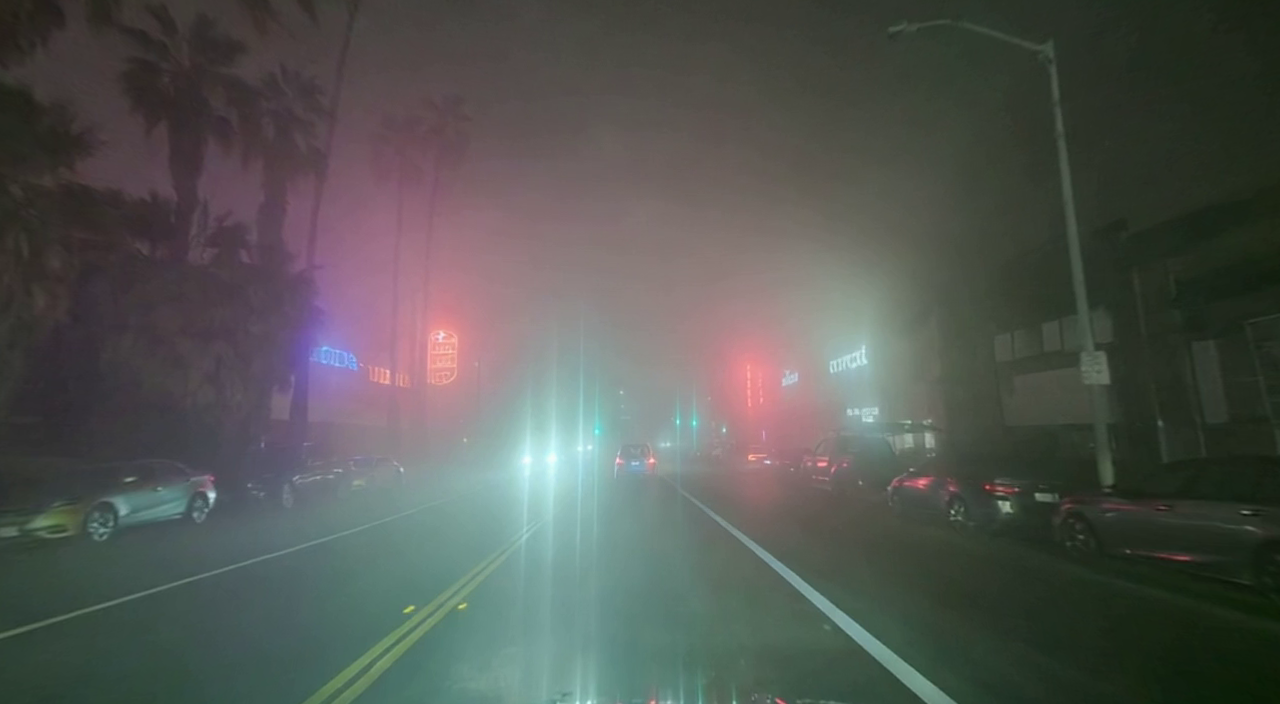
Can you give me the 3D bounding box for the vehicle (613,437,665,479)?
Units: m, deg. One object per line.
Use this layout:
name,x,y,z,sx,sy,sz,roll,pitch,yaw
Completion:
vehicle,-0.078,4.627,27.798,2.063,1.664,4.471,0,-8,-1

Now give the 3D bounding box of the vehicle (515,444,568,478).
vehicle,-4.524,5.026,29.506,1.916,1.453,4.315,0,-8,-2

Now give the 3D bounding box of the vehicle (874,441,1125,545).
vehicle,6.210,2.437,11.774,1.786,1.492,4.874,0,-8,0

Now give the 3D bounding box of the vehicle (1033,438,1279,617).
vehicle,6.394,1.616,6.188,1.864,1.515,4.763,0,-8,-3

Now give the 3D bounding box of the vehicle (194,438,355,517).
vehicle,-9.791,3.319,17.440,1.818,1.740,4.555,-3,-7,-1

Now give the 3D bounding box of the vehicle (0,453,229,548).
vehicle,-9.908,2.661,11.973,1.640,1.461,3.936,0,-9,-1

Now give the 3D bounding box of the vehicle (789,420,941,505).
vehicle,6.279,3.166,18.628,2.257,2.074,5.857,0,-8,0
